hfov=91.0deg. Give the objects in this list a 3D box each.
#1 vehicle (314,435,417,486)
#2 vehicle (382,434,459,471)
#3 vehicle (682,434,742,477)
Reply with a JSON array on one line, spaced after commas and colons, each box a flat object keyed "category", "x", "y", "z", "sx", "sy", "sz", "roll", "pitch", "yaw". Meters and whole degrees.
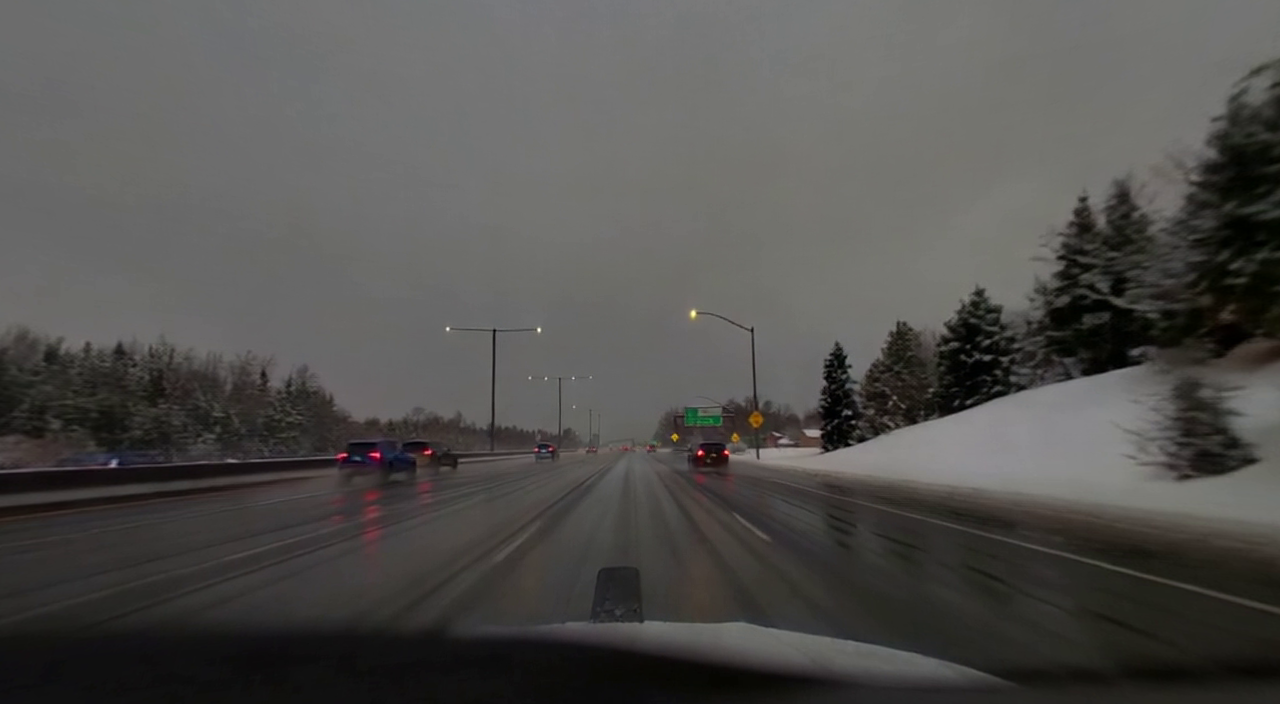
[{"category": "vehicle", "x": -11.166, "y": 4.429, "z": 26.056, "sx": 2.137, "sy": 1.873, "sz": 4.687, "roll": 0, "pitch": -8, "yaw": 0}, {"category": "vehicle", "x": -14.584, "y": 6.738, "z": 42.381, "sx": 2.736, "sy": 2.262, "sz": 6.533, "roll": 0, "pitch": -8, "yaw": 1}, {"category": "vehicle", "x": 3.325, "y": 4.897, "z": 30.096, "sx": 2.184, "sy": 1.892, "sz": 4.763, "roll": 0, "pitch": -8, "yaw": -1}]
